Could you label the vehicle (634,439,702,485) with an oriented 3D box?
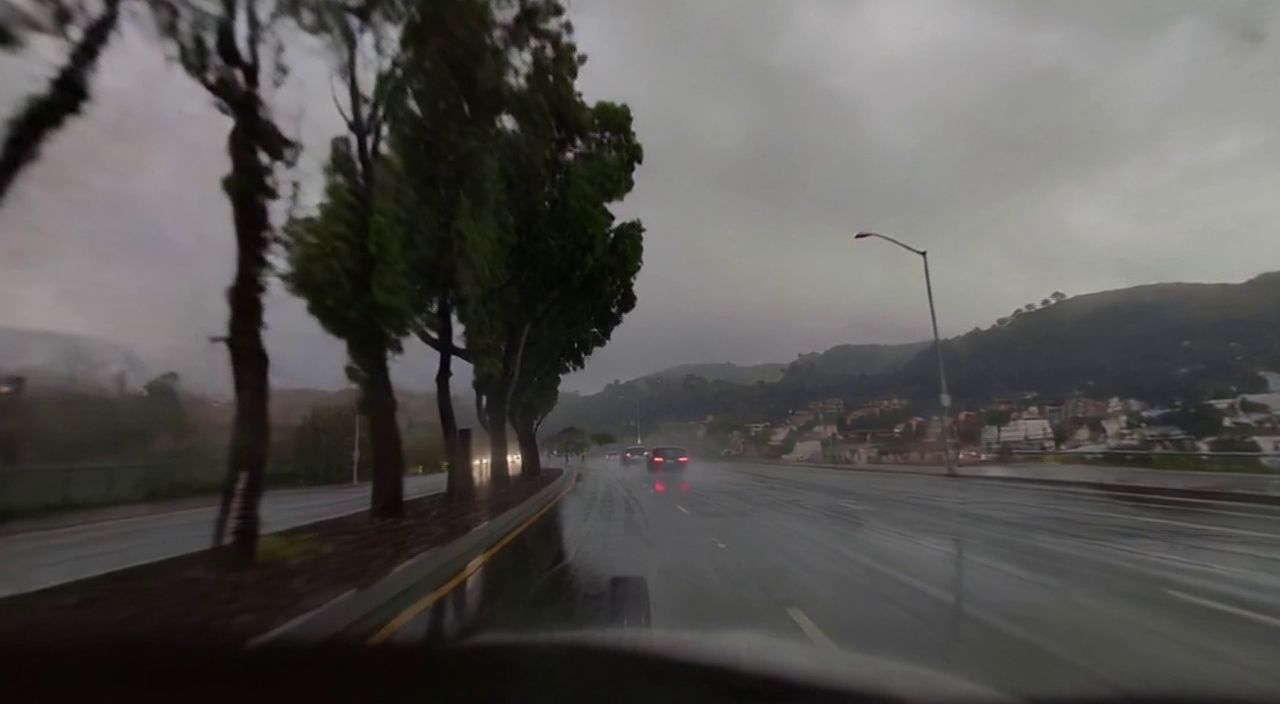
[{"bbox_3d":[1.081,4.686,27.185,2.253,1.756,4.313,1,-9,-7],"label":"vehicle"}]
